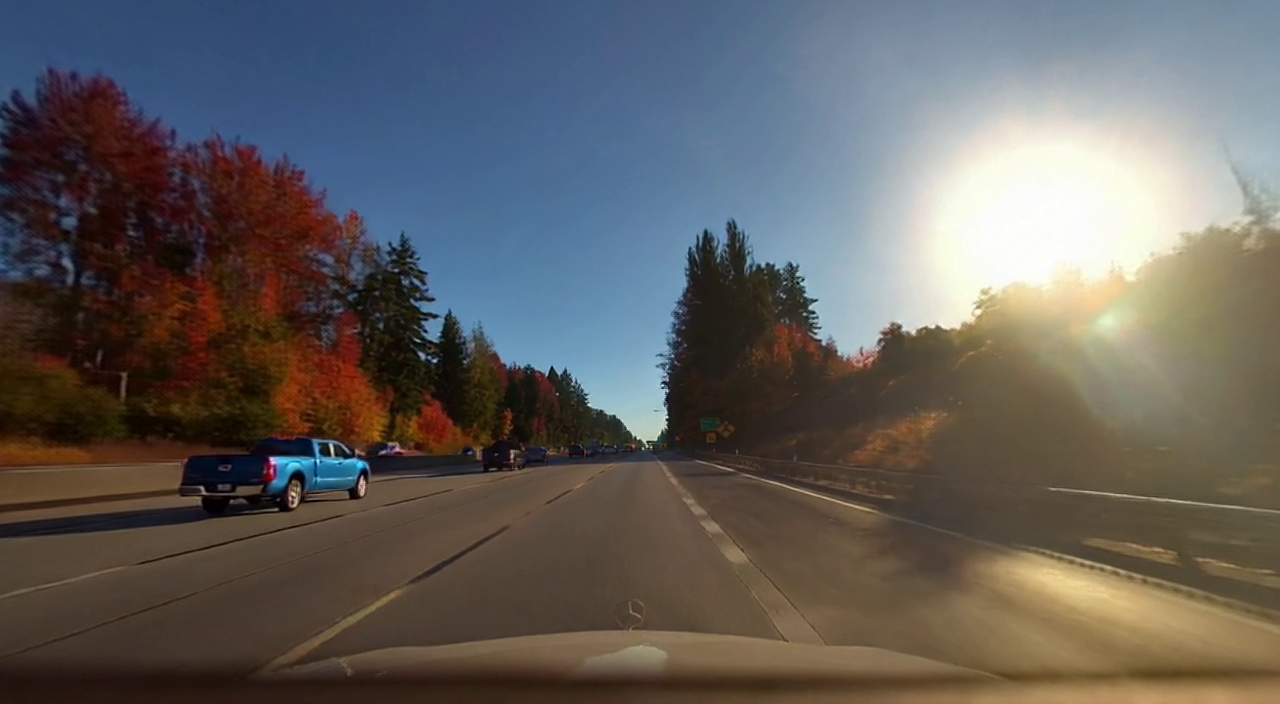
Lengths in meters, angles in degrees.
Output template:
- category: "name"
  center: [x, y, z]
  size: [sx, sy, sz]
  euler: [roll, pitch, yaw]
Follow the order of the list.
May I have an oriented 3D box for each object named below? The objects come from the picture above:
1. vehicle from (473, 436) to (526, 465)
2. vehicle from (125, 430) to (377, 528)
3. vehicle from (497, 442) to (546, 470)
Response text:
- category: "vehicle"
  center: [-10.255, 7.235, 46.452]
  size: [2.347, 1.984, 5.778]
  euler: [0, -8, 3]
- category: "vehicle"
  center: [-7.286, 2.402, 12.585]
  size: [1.965, 1.567, 4.686]
  euler: [0, -8, 1]
- category: "vehicle"
  center: [-6.819, 6.007, 36.570]
  size: [1.919, 1.499, 4.234]
  euler: [0, -8, 1]
